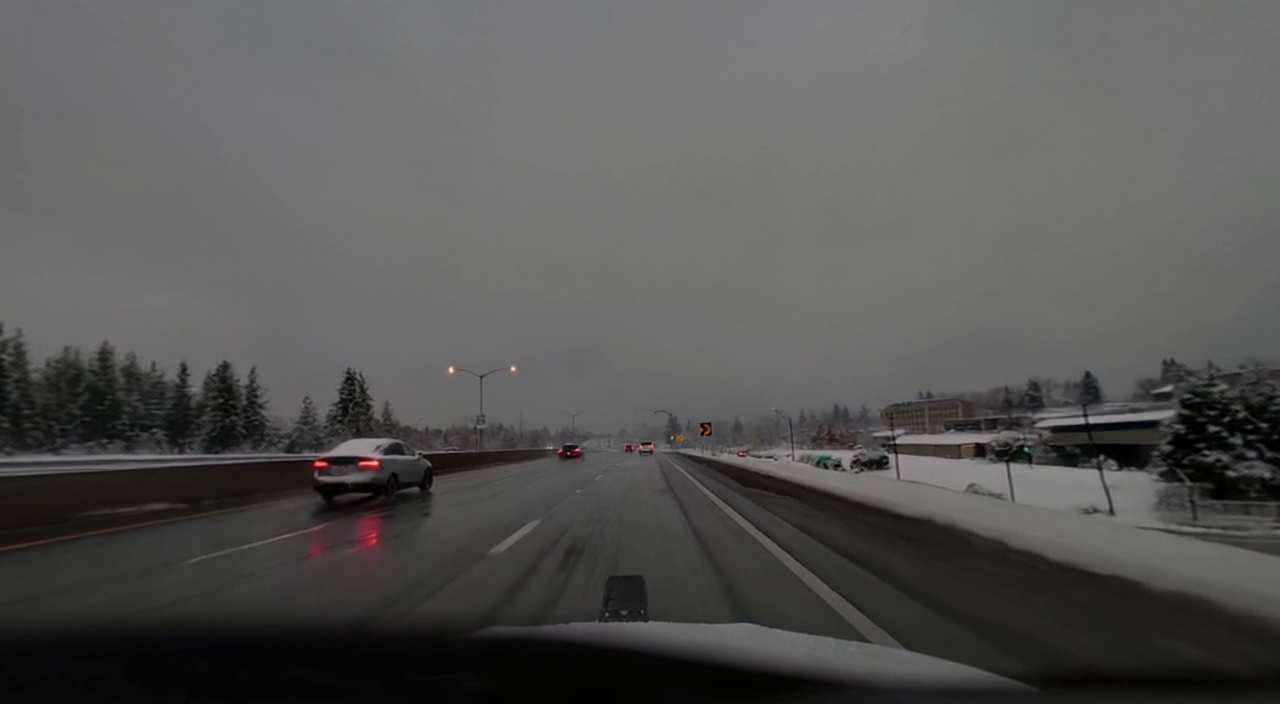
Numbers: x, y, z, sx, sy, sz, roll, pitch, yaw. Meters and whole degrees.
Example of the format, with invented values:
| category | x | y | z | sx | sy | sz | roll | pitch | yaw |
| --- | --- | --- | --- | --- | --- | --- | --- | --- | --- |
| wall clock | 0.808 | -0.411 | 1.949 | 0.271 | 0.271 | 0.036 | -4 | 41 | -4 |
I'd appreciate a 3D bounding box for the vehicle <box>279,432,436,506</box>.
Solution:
| category | x | y | z | sx | sy | sz | roll | pitch | yaw |
| --- | --- | --- | --- | --- | --- | --- | --- | --- | --- |
| vehicle | -7.299 | 3.050 | 16.914 | 2.088 | 1.678 | 4.426 | -1 | -8 | 1 |
